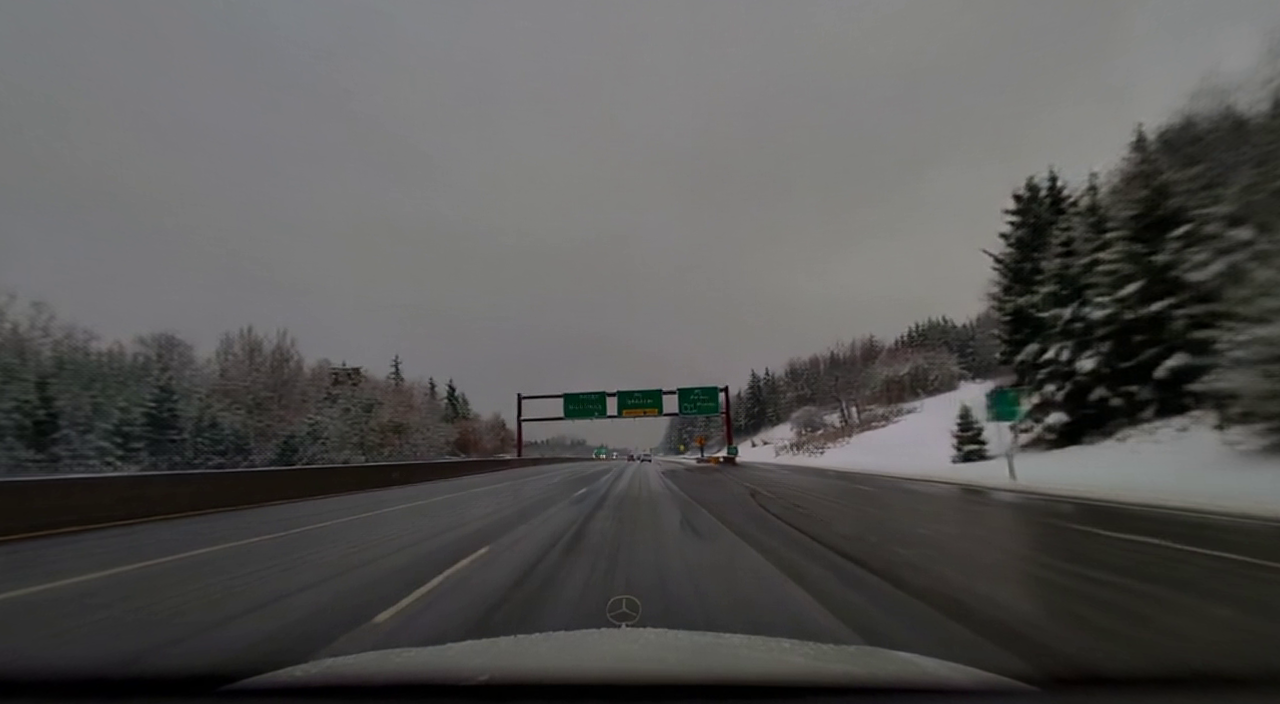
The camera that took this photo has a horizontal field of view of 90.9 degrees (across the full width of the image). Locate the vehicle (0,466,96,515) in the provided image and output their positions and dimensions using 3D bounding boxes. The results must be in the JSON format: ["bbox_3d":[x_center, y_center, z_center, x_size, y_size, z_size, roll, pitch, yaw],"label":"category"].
[{"bbox_3d":[-21.793,4.816,22.099,1.835,1.484,3.976,0,-9,-1],"label":"vehicle"}]
